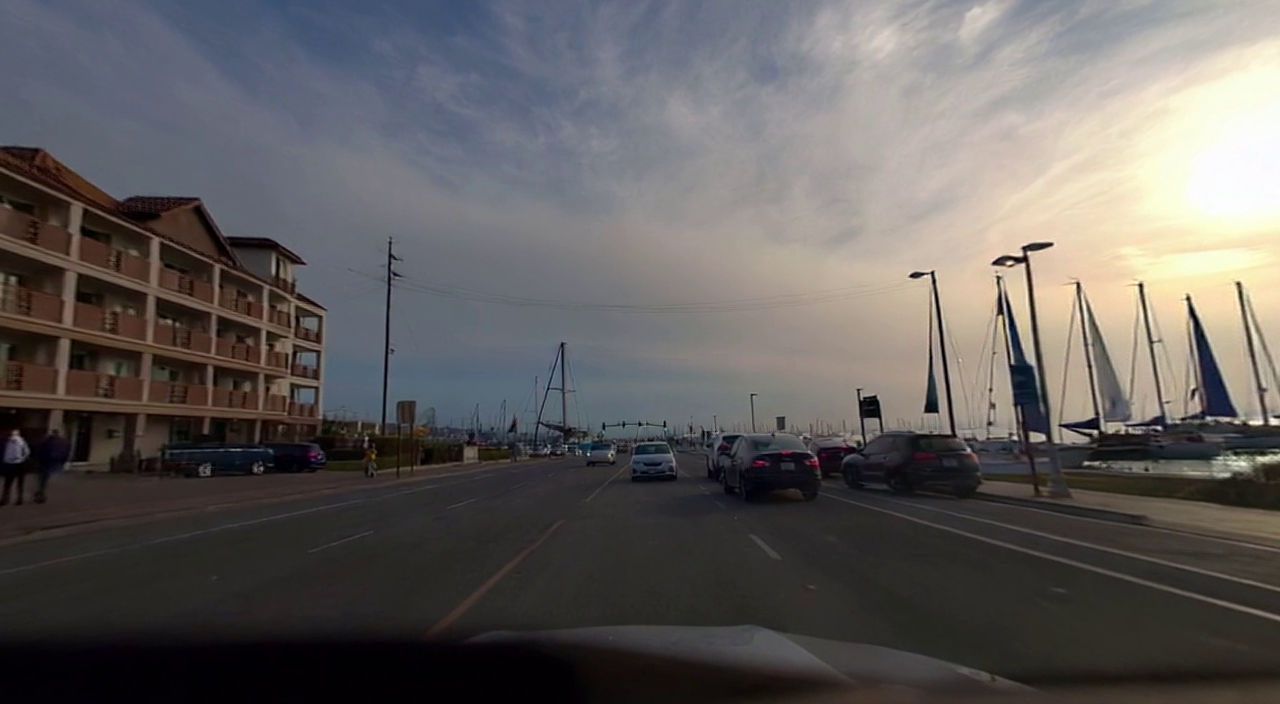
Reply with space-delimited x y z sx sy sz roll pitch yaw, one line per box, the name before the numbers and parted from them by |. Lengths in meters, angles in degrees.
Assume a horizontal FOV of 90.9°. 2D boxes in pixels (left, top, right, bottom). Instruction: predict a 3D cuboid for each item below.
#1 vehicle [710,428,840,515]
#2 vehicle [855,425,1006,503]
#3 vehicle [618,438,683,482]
vehicle | 2.805 2.593 14.142 2.047 1.640 4.051 0 -8 1
vehicle | 7.805 3.055 17.542 1.969 1.852 4.514 0 -8 -1
vehicle | 0.429 4.099 24.197 2.284 1.496 3.949 -1 -8 1
